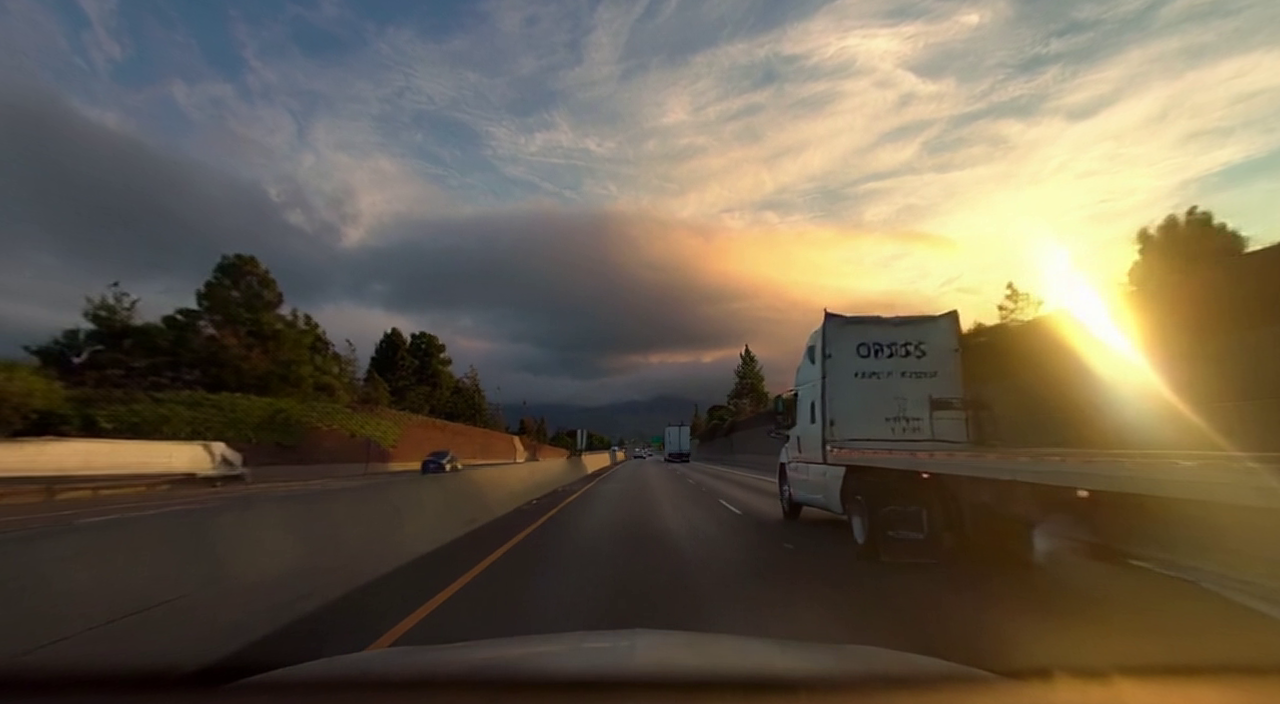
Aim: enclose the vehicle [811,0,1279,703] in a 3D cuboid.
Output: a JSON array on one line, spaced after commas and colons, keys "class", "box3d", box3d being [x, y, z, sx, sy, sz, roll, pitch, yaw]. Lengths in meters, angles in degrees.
[{"class": "vehicle", "box3d": [4.163, -0.367, 2.093, 2.926, 4.060, 14.068, 0, -9, -1]}]
